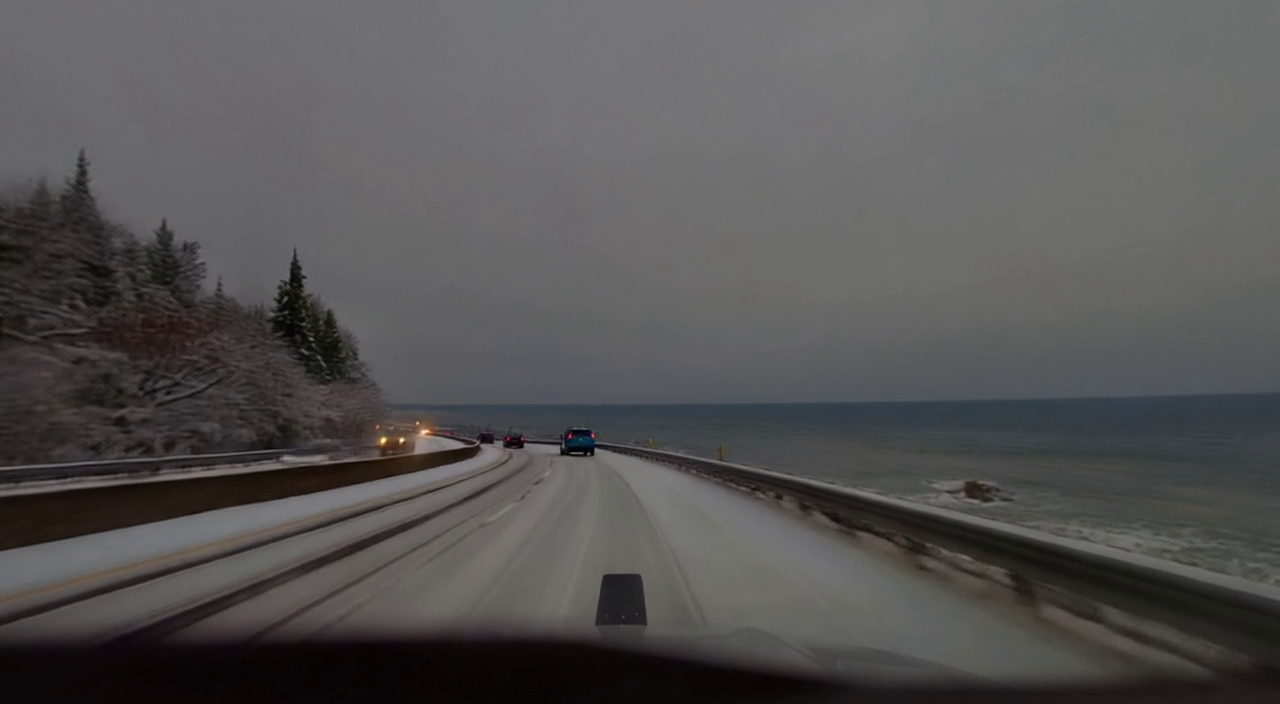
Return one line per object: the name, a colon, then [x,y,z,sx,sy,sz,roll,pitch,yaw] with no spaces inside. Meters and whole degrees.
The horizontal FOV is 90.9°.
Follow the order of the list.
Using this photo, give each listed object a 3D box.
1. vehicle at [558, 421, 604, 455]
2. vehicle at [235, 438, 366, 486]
vehicle: [-4.079,5.856,42.652,2.632,2.162,5.529,2,-9,-10]
vehicle: [-11.314,3.696,21.428,2.287,1.438,4.244,1,-9,-4]
